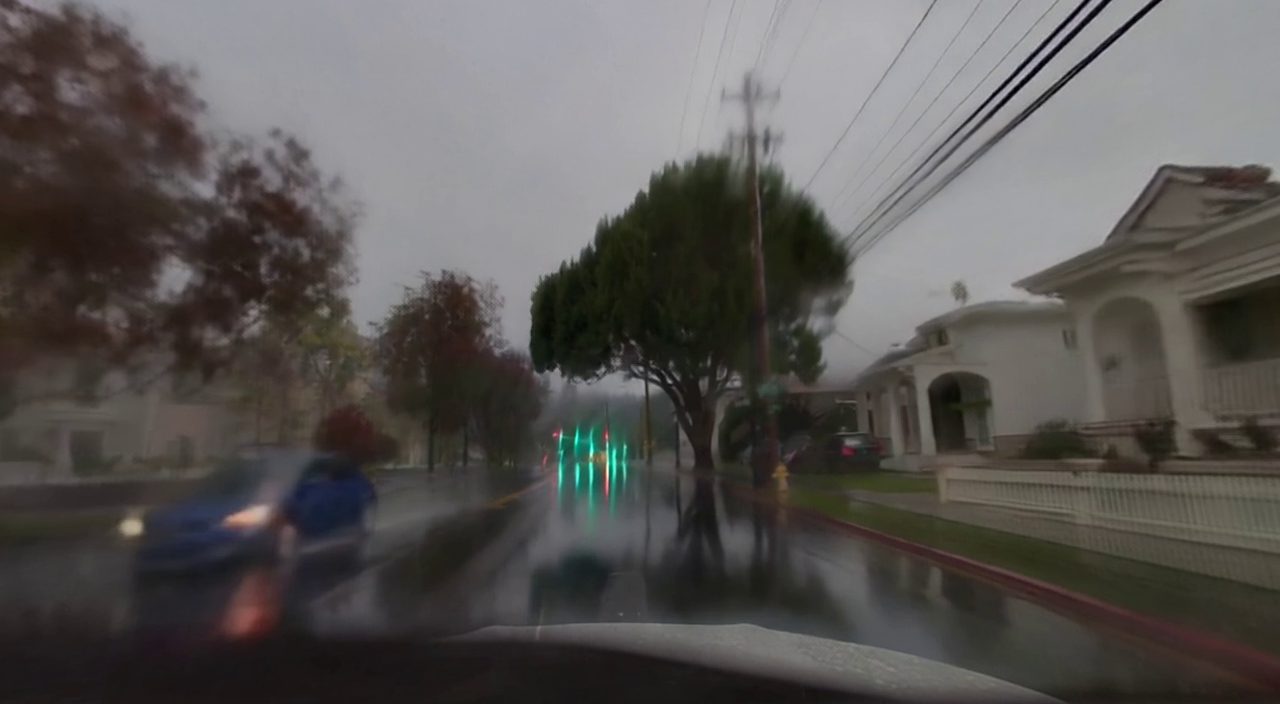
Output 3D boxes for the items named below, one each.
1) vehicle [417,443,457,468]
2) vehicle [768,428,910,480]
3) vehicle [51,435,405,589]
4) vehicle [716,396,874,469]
[{"bbox_3d":[-13.836,7.027,43.126,2.390,1.431,4.253,2,-7,-17],"label":"vehicle"},{"bbox_3d":[7.087,3.676,22.866,4.412,1.565,1.957,-3,-8,-1],"label":"vehicle"},{"bbox_3d":[-4.910,1.904,8.499,1.892,1.501,4.335,0,-8,-1],"label":"vehicle"},{"bbox_3d":[7.726,4.109,32.043,7.115,3.010,2.378,-4,-9,-6],"label":"vehicle"}]
